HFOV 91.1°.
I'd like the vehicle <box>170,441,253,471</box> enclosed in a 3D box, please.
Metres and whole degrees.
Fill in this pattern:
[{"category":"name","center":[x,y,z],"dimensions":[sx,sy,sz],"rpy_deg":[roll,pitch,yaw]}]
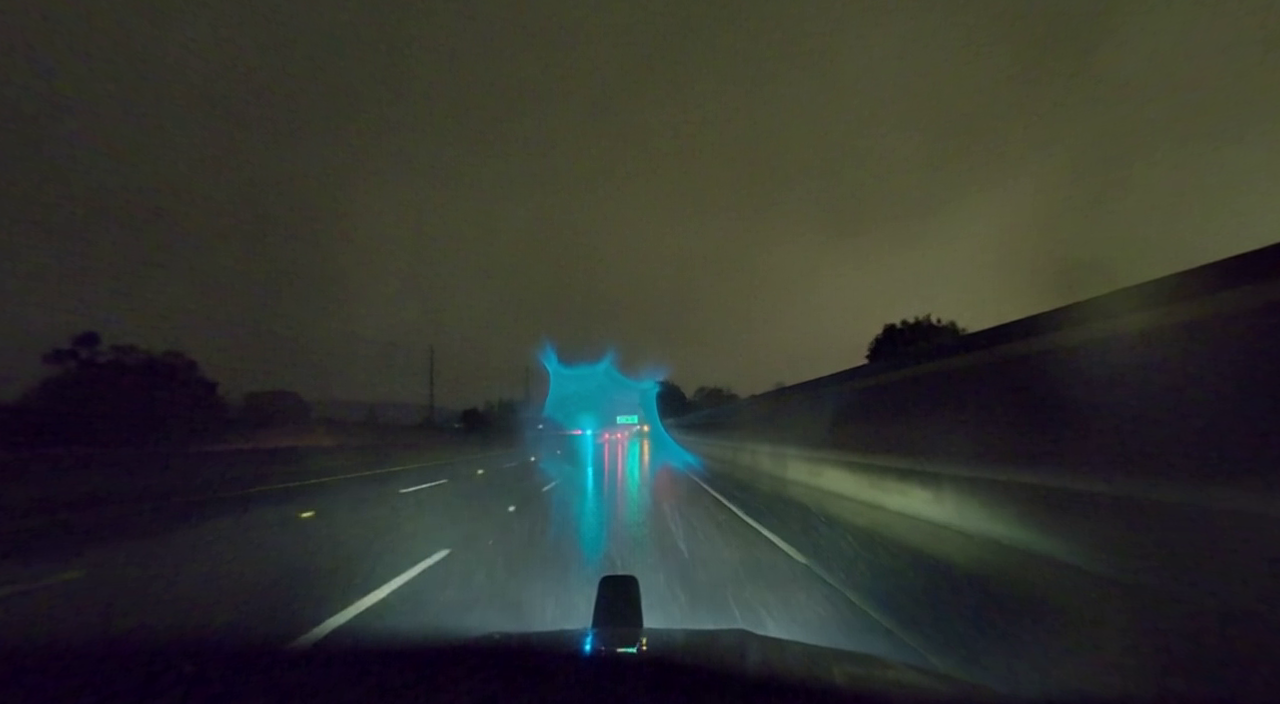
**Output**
[{"category":"vehicle","center":[-23.633,5.734,34.847],"dimensions":[1.768,1.507,3.977],"rpy_deg":[0,-8,0]}]
